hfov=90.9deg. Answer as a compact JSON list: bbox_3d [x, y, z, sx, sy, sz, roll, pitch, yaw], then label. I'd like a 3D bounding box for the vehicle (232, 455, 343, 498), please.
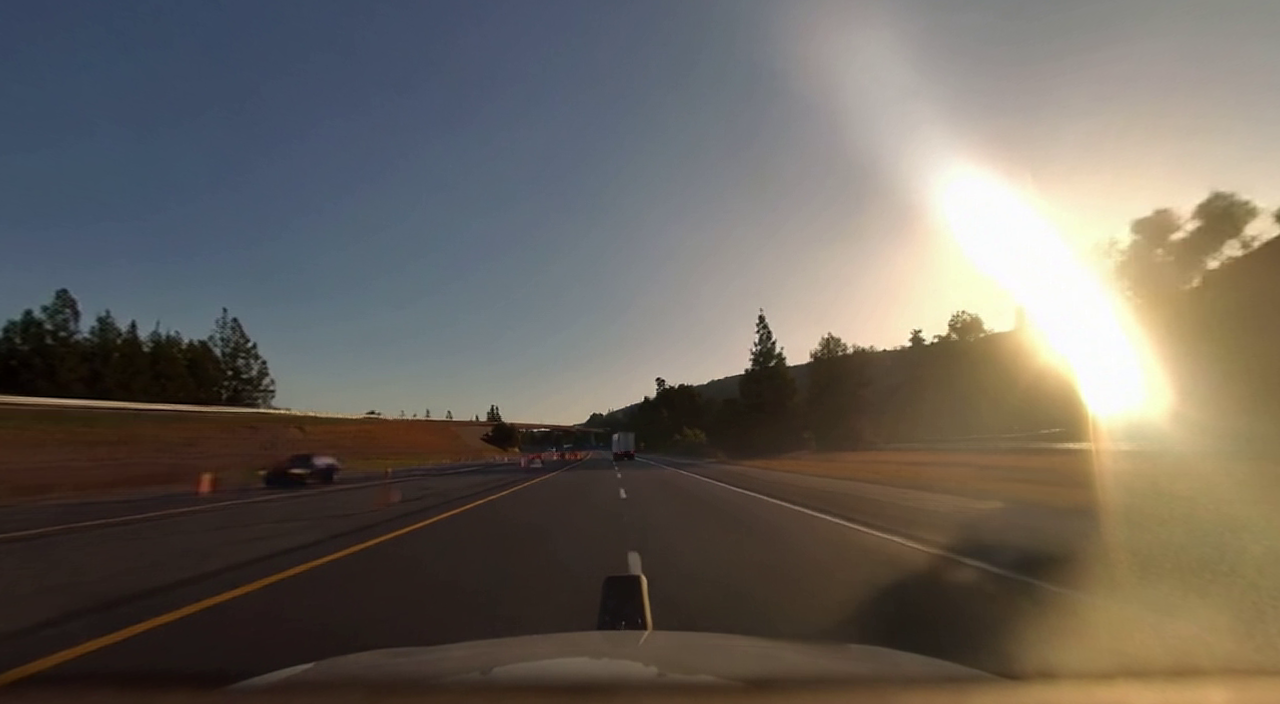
[{"bbox_3d":[-13.305,4.688,24.110,1.968,1.454,4.055,0,-9,-2],"label":"vehicle"}]
